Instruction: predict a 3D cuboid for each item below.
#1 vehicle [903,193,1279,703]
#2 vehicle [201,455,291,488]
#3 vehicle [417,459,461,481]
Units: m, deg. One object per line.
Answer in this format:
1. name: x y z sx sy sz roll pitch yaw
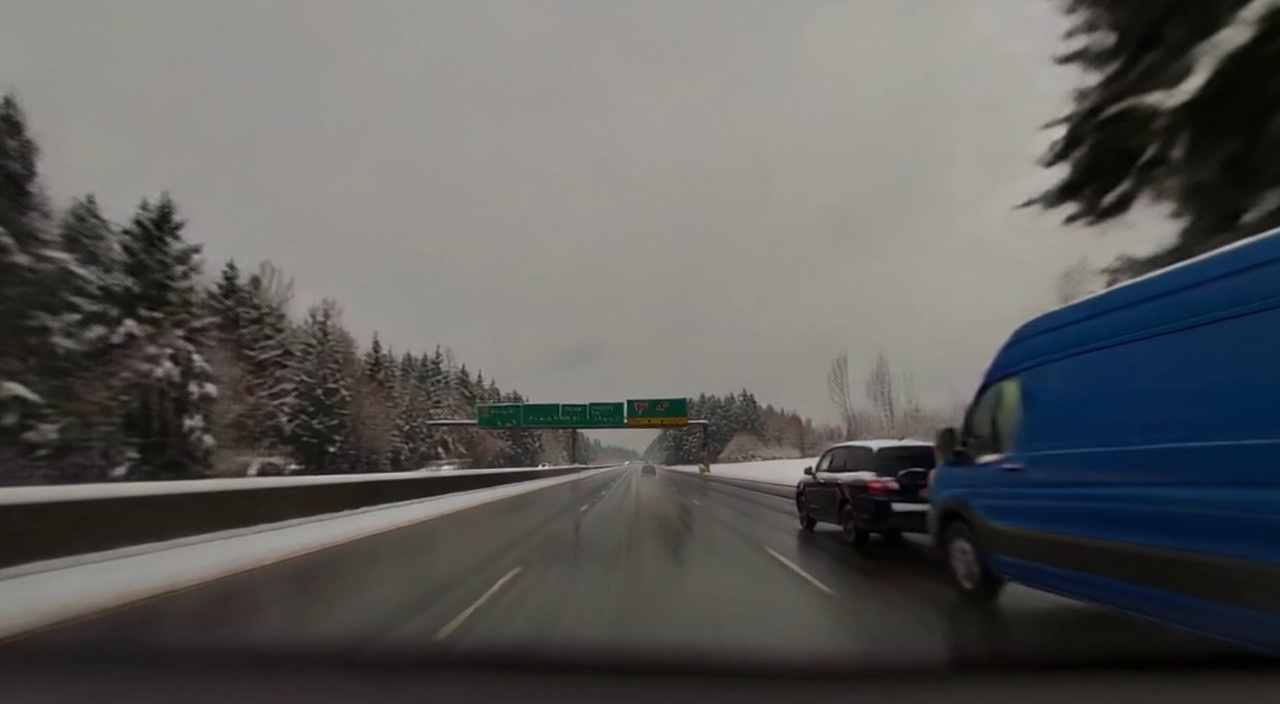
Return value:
1. vehicle: 4.511 0.780 3.998 2.737 2.711 6.687 1 -11 0
2. vehicle: -19.243 5.875 30.981 1.756 1.446 4.027 1 -11 0
3. vehicle: -14.915 8.783 46.982 1.915 1.493 3.984 1 -11 0
